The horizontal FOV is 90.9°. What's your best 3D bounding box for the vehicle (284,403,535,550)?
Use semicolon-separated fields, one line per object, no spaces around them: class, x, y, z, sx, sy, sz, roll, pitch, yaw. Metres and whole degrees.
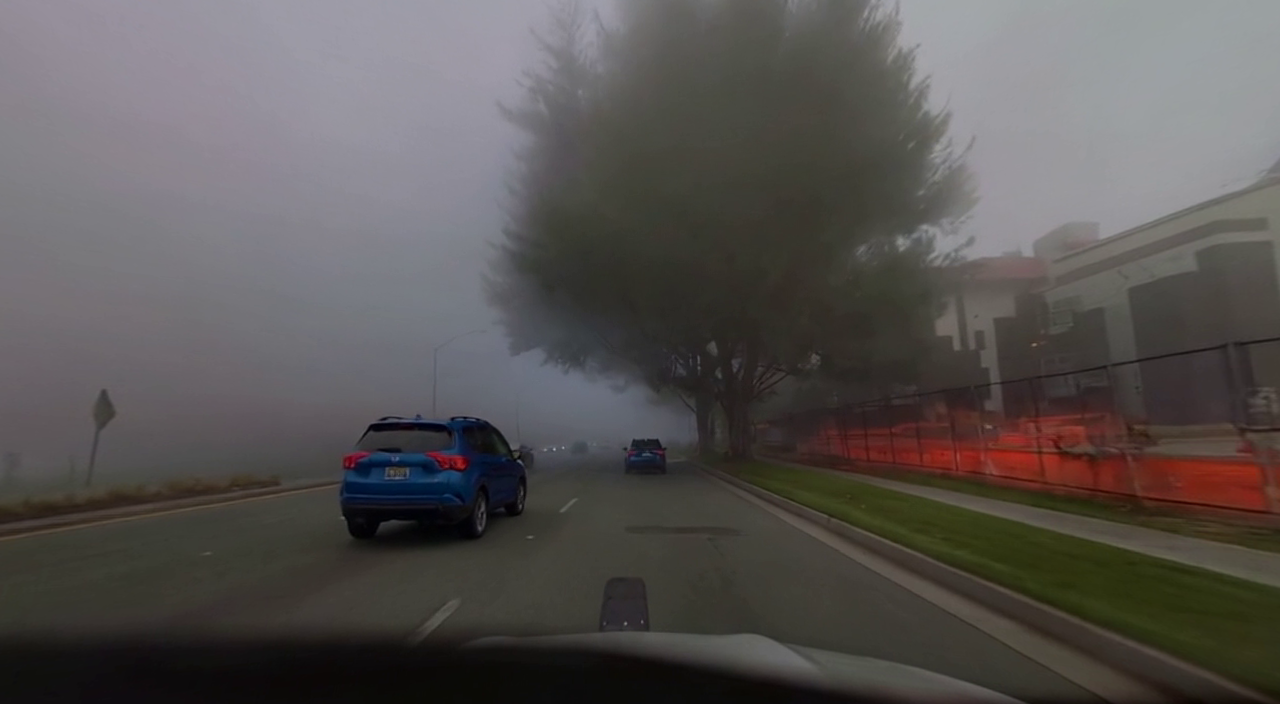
vehicle;-3.312;1.928;10.451;2.157;1.824;4.986;0;-9;1

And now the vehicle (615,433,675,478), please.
vehicle;0.132;4.133;25.378;2.227;1.654;4.091;0;-9;-1
